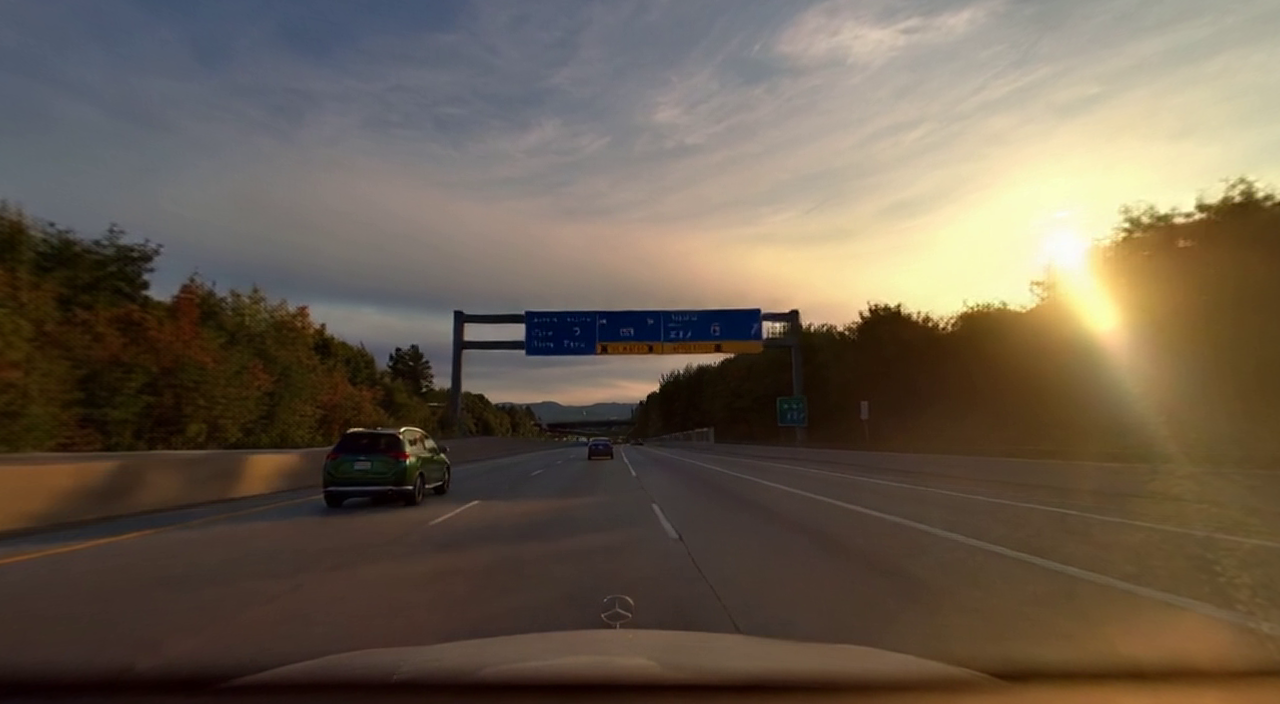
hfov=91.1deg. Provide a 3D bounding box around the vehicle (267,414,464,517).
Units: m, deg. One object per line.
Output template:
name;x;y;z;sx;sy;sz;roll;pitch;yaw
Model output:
vehicle;-5.211;2.200;12.787;2.111;1.689;4.505;0;-8;-2

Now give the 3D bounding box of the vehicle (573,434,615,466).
vehicle;-2.281;4.990;32.284;2.010;1.534;4.013;0;-8;-2
